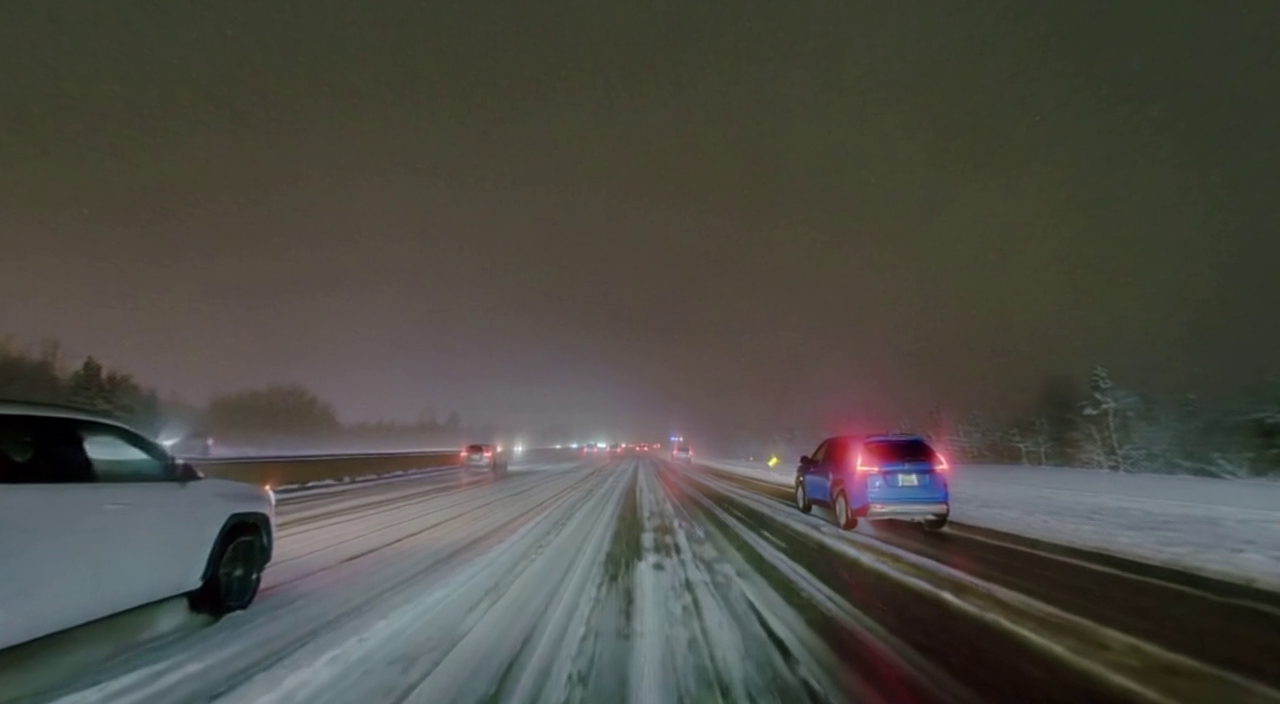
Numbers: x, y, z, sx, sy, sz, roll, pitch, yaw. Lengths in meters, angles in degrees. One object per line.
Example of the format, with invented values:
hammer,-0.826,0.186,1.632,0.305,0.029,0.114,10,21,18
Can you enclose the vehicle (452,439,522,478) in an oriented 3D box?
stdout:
vehicle,-7.248,5.097,30.333,2.095,1.696,4.680,-1,-9,2

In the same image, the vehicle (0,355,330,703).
vehicle,-3.996,0.997,3.471,2.214,1.743,4.465,0,-9,1

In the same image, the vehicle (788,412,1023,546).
vehicle,4.322,2.157,11.315,2.153,1.860,4.689,0,-9,0
